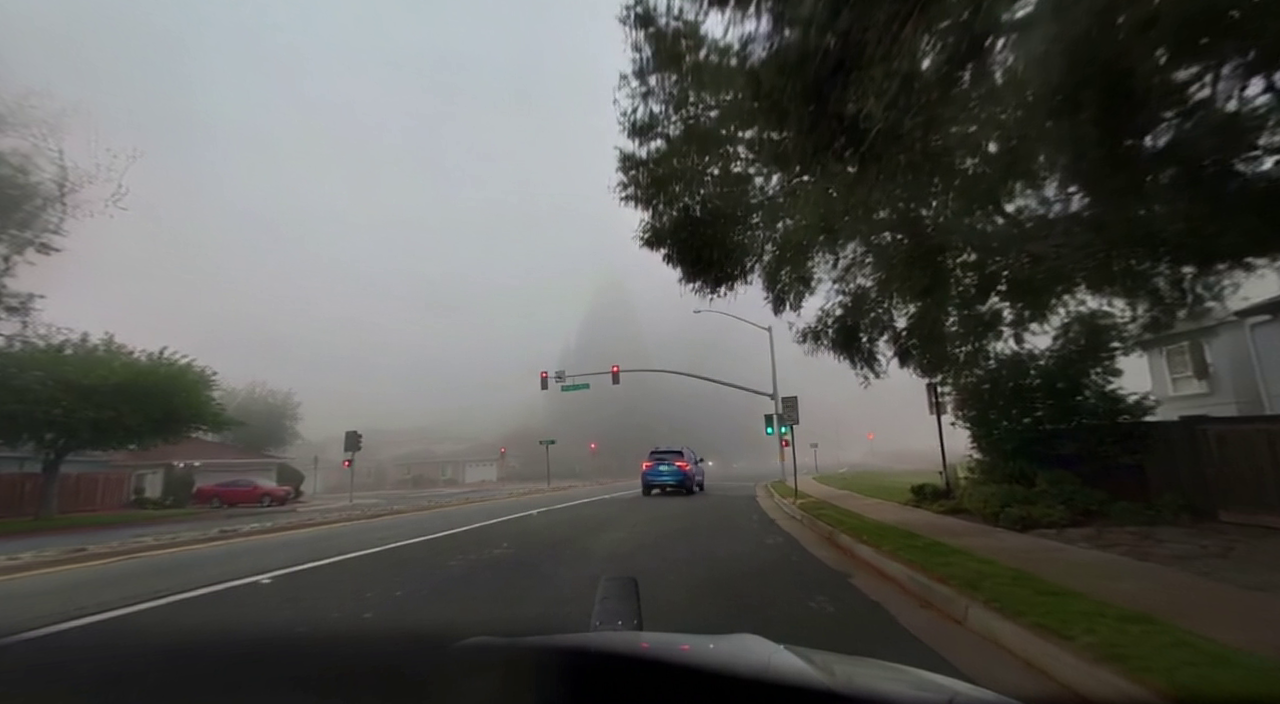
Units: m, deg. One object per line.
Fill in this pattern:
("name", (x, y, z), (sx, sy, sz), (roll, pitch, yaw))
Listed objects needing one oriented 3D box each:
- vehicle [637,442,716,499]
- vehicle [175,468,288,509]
("vehicle", (1.492, 4.366, 23.717), (2.059, 1.908, 4.714), (-3, -9, 15))
("vehicle", (-22.769, 7.605, 35.432), (2.332, 1.896, 5.688), (-1, -9, 3))
